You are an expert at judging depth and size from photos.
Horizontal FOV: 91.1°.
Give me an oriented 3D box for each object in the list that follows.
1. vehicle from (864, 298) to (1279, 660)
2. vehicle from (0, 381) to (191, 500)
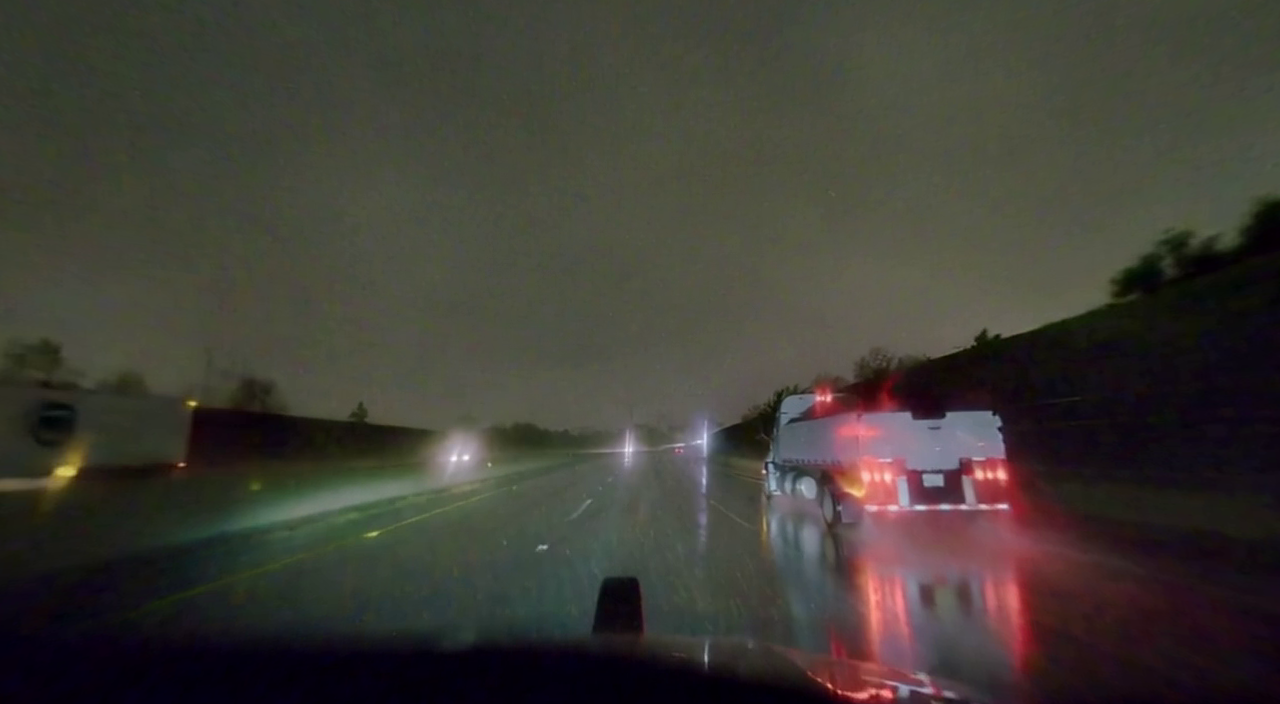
[{"bbox_3d":[4.263,1.151,6.470,2.215,2.461,4.234,0,-9,-1],"label":"vehicle"},{"bbox_3d":[-23.552,3.364,23.572,3.117,4.032,13.956,0,-9,0],"label":"vehicle"}]
